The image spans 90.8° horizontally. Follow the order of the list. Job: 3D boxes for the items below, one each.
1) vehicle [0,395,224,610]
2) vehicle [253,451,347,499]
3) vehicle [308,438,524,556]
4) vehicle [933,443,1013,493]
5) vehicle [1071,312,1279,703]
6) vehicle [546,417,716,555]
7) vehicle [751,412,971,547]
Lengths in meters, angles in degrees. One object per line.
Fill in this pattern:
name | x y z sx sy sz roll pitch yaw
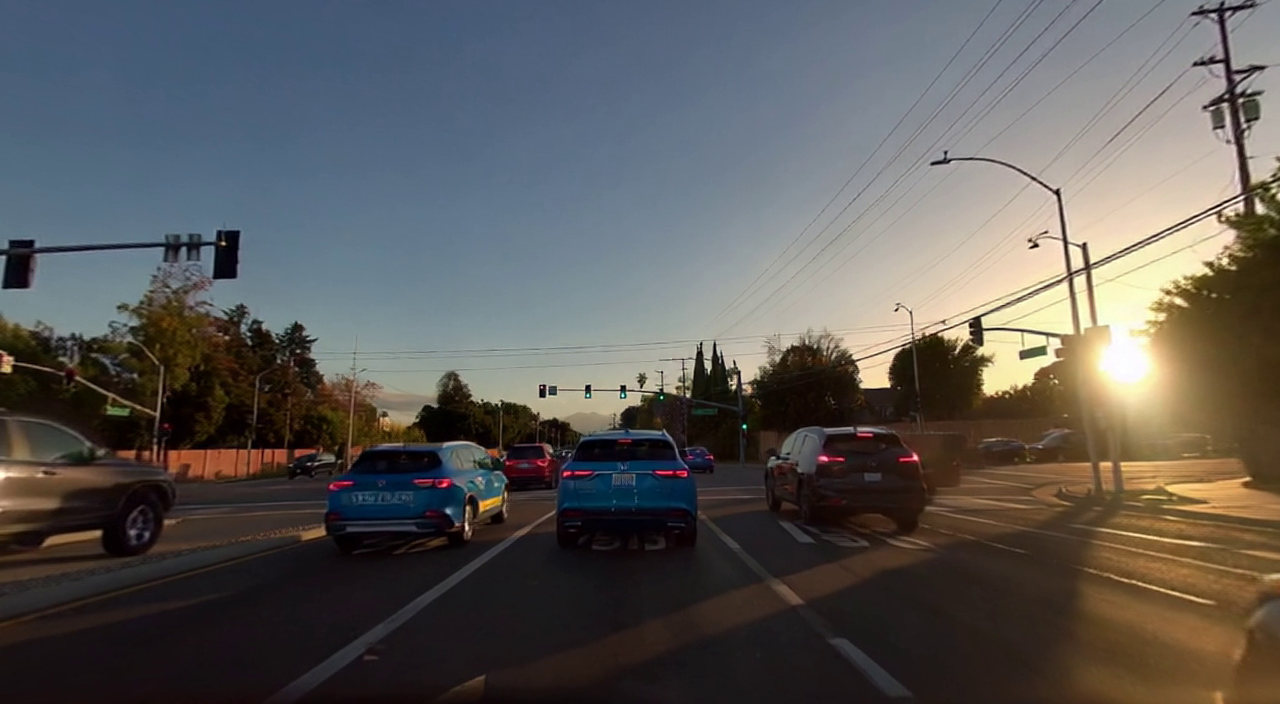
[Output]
vehicle | -6.515 1.356 5.865 2.116 1.812 4.609 0 -9 0
vehicle | -11.833 4.251 22.343 1.974 1.491 4.450 3 -9 -16
vehicle | -3.253 2.181 10.294 1.881 1.466 4.484 0 -9 0
vehicle | 11.197 3.790 21.080 1.913 1.457 4.298 -5 -10 32
vehicle | 2.752 0.498 0.211 2.034 1.655 4.465 0 -9 0
vehicle | -0.103 1.986 9.998 2.111 1.712 4.078 0 -9 0
vehicle | 3.364 2.058 10.804 1.999 1.789 4.583 0 -9 -1
